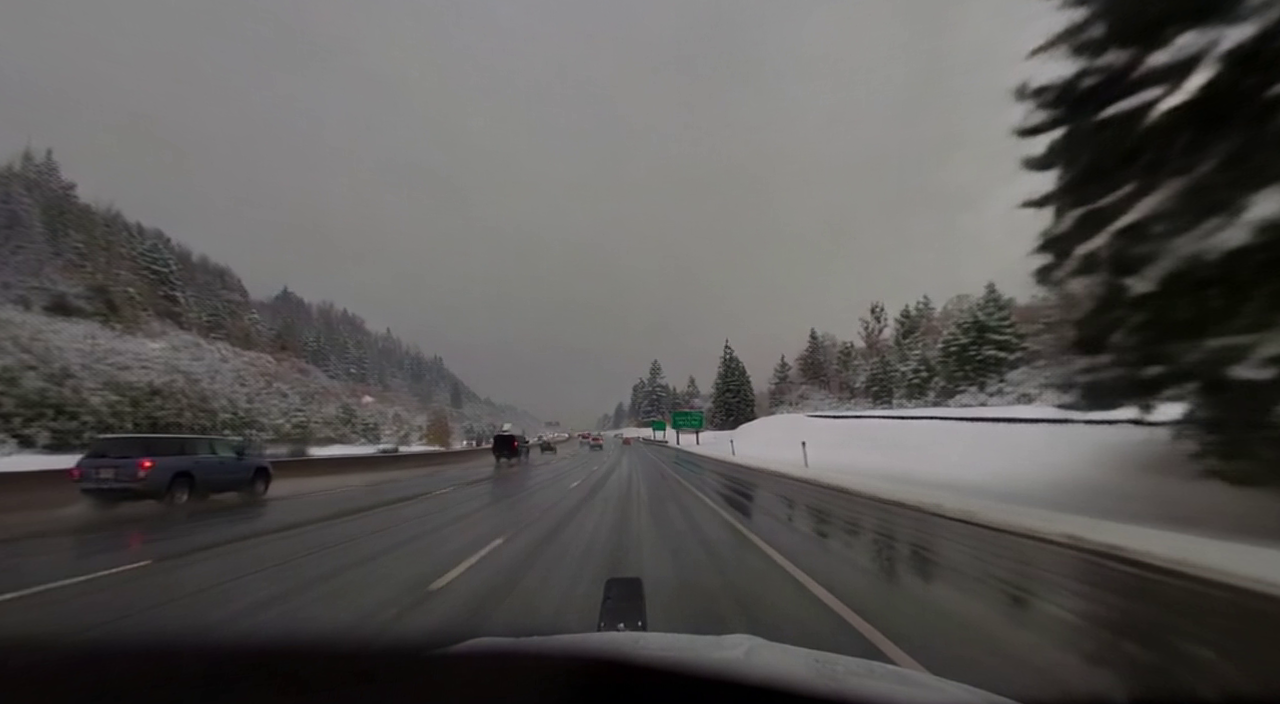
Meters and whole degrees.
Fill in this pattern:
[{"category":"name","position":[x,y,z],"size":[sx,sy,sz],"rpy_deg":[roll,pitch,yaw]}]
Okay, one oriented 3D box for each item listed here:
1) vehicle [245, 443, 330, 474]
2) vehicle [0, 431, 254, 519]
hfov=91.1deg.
[{"category":"vehicle","position":[-18.388,5.539,33.035],"size":[1.872,1.486,4.556],"rpy_deg":[0,-8,0]},{"category":"vehicle","position":[-11.175,2.657,14.160],"size":[2.001,1.625,4.528],"rpy_deg":[0,-8,0]}]
